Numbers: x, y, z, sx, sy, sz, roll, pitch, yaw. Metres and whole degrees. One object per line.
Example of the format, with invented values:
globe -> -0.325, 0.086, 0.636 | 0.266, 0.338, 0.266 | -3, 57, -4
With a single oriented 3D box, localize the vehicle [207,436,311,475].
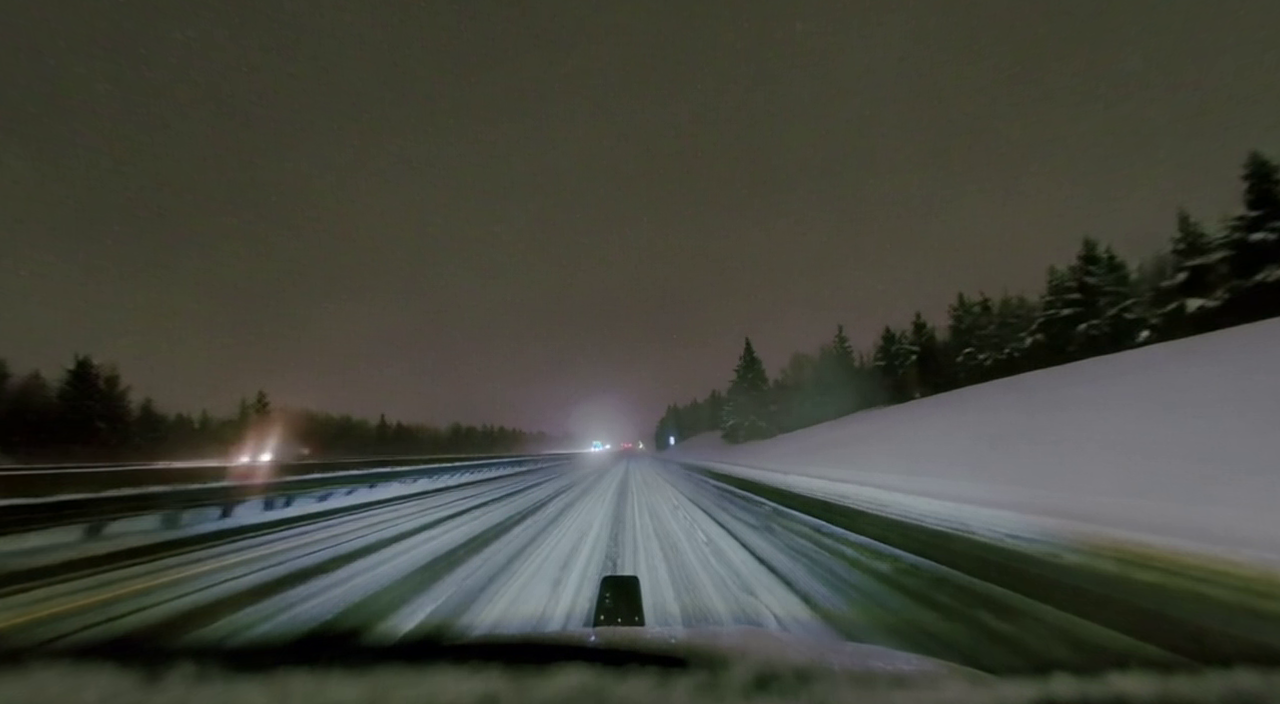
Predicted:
vehicle -> -23.616, 6.462, 39.410 | 2.725, 2.181, 5.997 | 0, -9, 0
